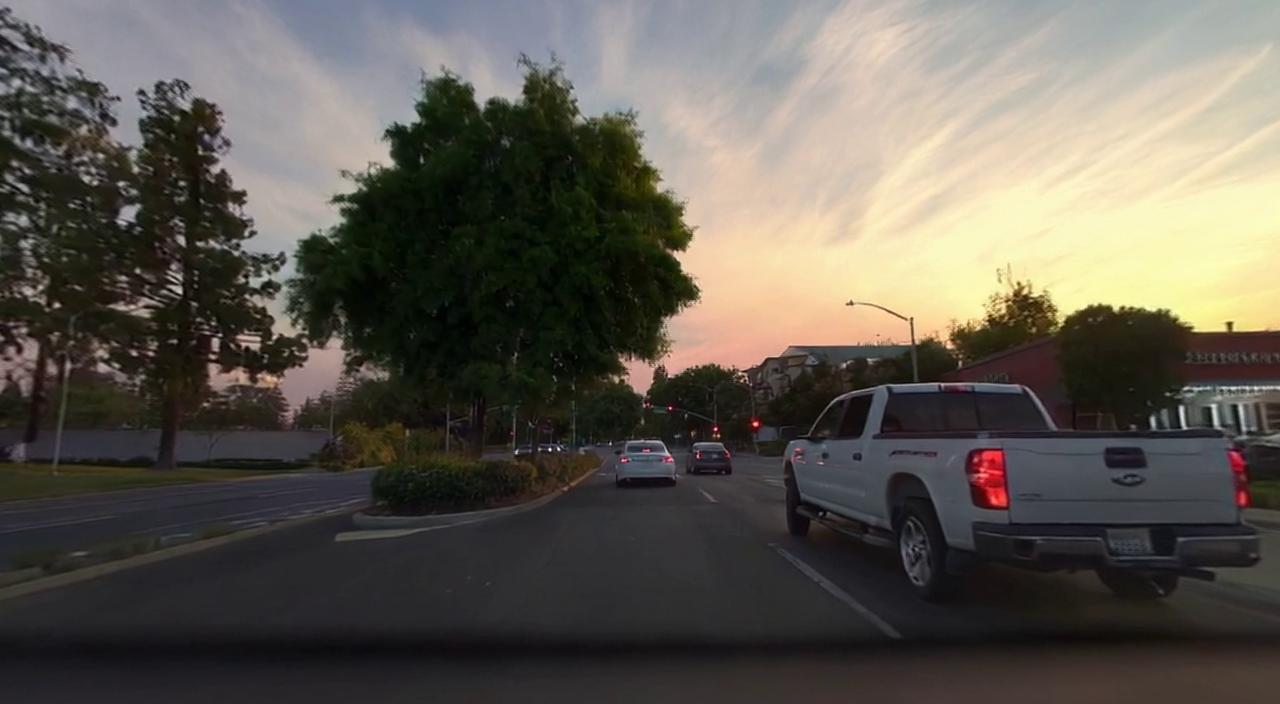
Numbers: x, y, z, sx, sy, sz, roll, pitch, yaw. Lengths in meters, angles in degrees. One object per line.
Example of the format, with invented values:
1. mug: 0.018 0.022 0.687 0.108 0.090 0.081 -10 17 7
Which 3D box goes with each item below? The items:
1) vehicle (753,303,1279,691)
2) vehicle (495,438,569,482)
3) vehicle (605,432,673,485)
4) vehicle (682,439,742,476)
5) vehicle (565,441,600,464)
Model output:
1. vehicle: 3.158 1.207 6.501 2.731 2.101 6.047 0 -8 -1
2. vehicle: -3.922 3.977 23.496 1.960 1.475 4.161 0 -8 1
3. vehicle: -0.067 3.648 21.889 2.145 1.650 4.021 0 -8 -1
4. vehicle: 3.021 4.507 27.169 1.970 1.464 4.249 0 -8 -2
5. vehicle: -3.942 6.955 43.714 1.959 1.482 4.701 0 -9 0
